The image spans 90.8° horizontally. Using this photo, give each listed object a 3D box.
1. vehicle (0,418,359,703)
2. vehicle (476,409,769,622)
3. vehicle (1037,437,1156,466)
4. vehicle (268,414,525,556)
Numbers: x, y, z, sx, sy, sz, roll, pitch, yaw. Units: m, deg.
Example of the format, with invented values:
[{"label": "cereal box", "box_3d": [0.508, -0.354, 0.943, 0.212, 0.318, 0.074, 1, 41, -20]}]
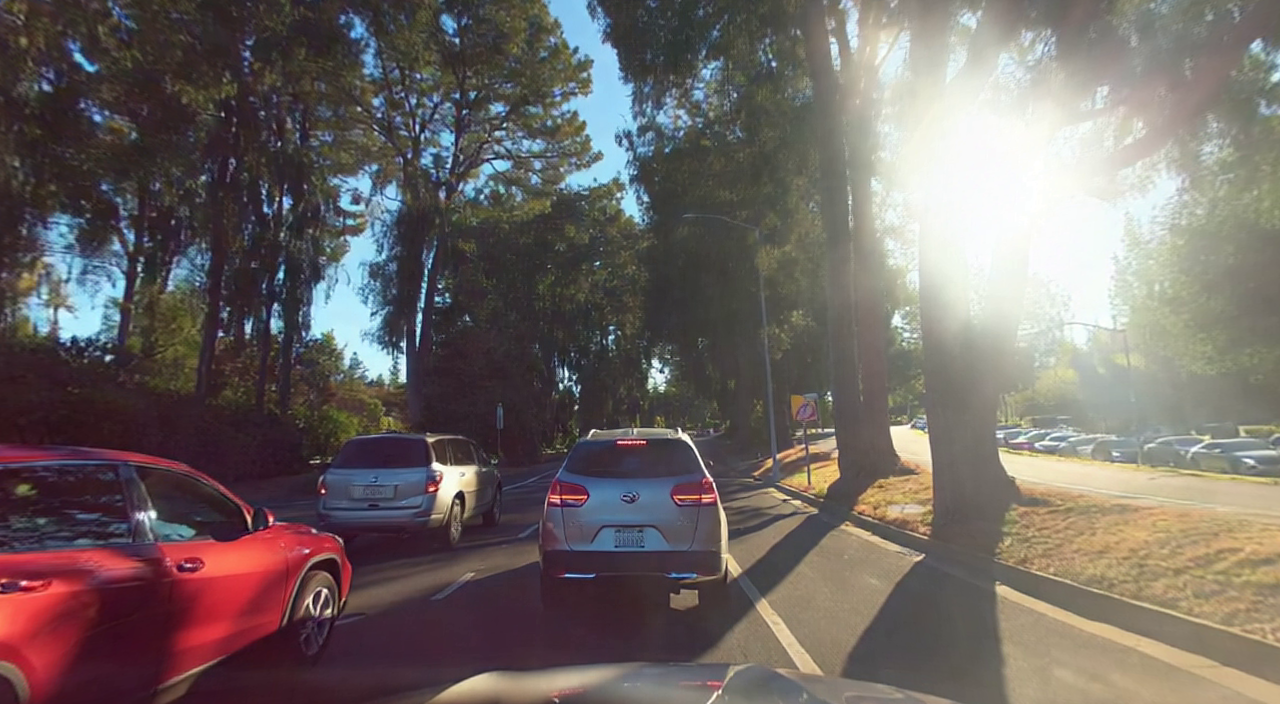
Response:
[{"label": "vehicle", "box_3d": [-3.653, 1.161, 3.624, 1.922, 1.464, 4.424, 0, -8, 2]}, {"label": "vehicle", "box_3d": [-0.035, 1.525, 6.832, 2.229, 1.591, 3.897, -1, -8, 3]}, {"label": "vehicle", "box_3d": [28.483, 6.204, 39.489, 5.955, 1.702, 2.166, 1, -8, -6]}, {"label": "vehicle", "box_3d": [-3.470, 2.001, 10.256, 2.188, 1.745, 4.618, 0, -8, 2]}]
